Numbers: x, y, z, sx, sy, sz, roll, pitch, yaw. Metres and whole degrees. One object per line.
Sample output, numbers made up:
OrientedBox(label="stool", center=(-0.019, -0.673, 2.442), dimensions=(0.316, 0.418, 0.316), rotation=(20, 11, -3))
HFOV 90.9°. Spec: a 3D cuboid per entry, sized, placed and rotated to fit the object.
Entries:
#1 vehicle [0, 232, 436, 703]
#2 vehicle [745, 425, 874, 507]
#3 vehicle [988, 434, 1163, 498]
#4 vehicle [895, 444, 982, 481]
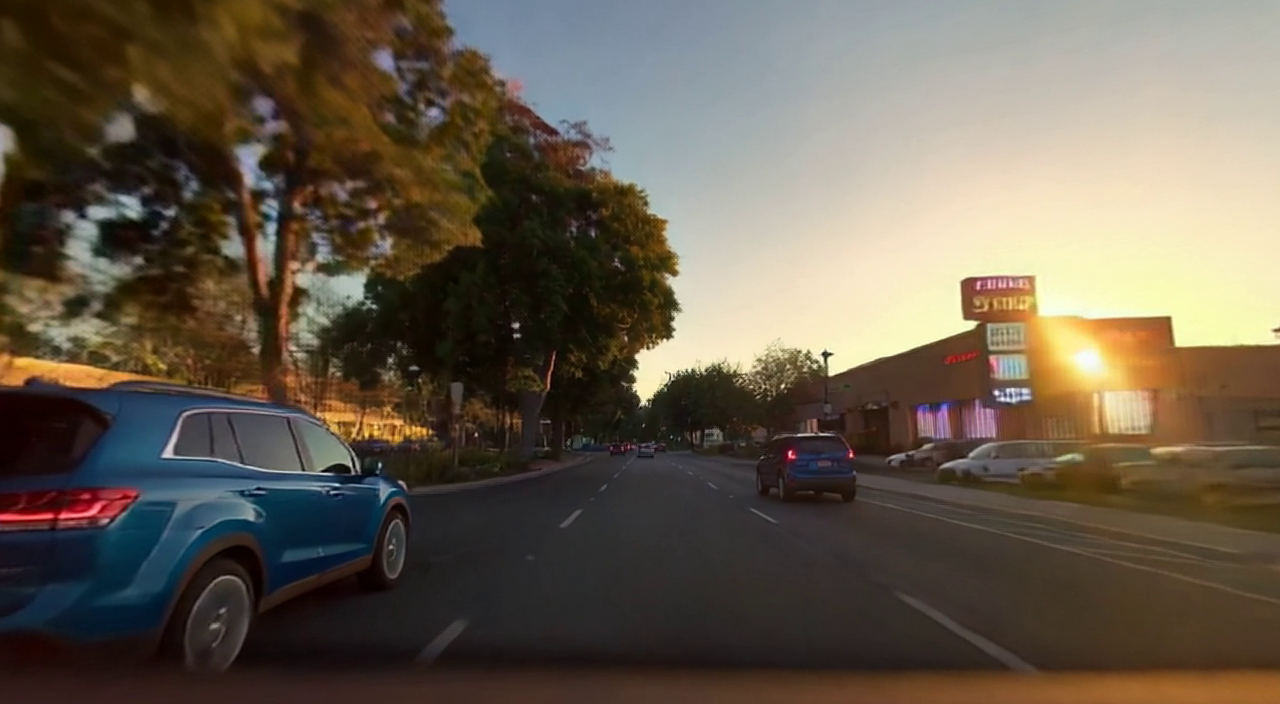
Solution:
OrientedBox(label="vehicle", center=(-3.183, 0.854, 3.885), dimensions=(2.210, 1.925, 4.838), rotation=(0, -9, 0))
OrientedBox(label="vehicle", center=(4.110, 2.852, 16.168), dimensions=(2.024, 1.773, 4.431), rotation=(0, -9, -1))
OrientedBox(label="vehicle", center=(12.348, 3.245, 18.268), dimensions=(1.781, 1.615, 4.095), rotation=(1, -9, -7))
OrientedBox(label="vehicle", center=(13.770, 5.080, 29.404), dimensions=(1.845, 1.497, 4.709), rotation=(-2, -8, 2))
